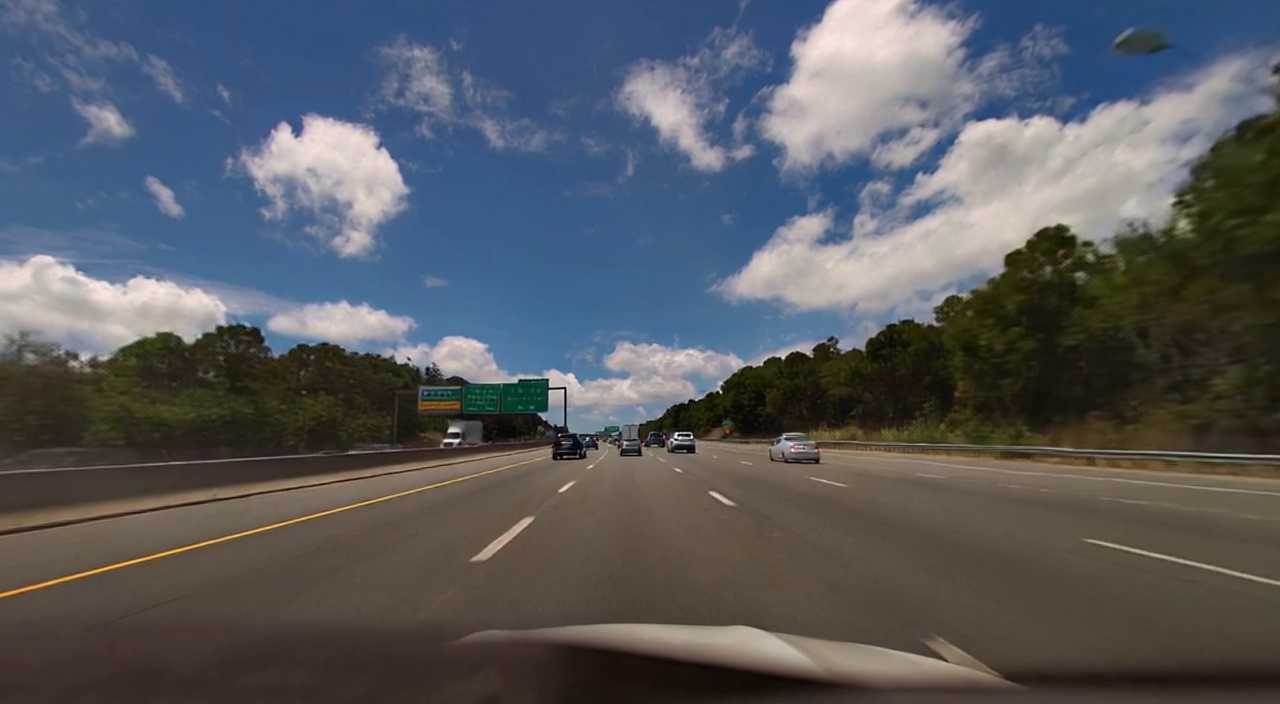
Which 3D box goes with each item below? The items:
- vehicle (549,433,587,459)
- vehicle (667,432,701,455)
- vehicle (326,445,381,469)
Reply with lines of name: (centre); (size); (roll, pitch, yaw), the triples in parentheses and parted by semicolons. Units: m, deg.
vehicle: (-4.641, 6.102, 41.067); (2.119, 1.629, 3.946); (0, -8, -1)
vehicle: (3.260, 6.876, 47.320); (2.066, 1.673, 4.225); (0, -8, -2)
vehicle: (-19.377, 7.077, 42.666); (1.834, 1.452, 4.223); (0, -8, -1)
